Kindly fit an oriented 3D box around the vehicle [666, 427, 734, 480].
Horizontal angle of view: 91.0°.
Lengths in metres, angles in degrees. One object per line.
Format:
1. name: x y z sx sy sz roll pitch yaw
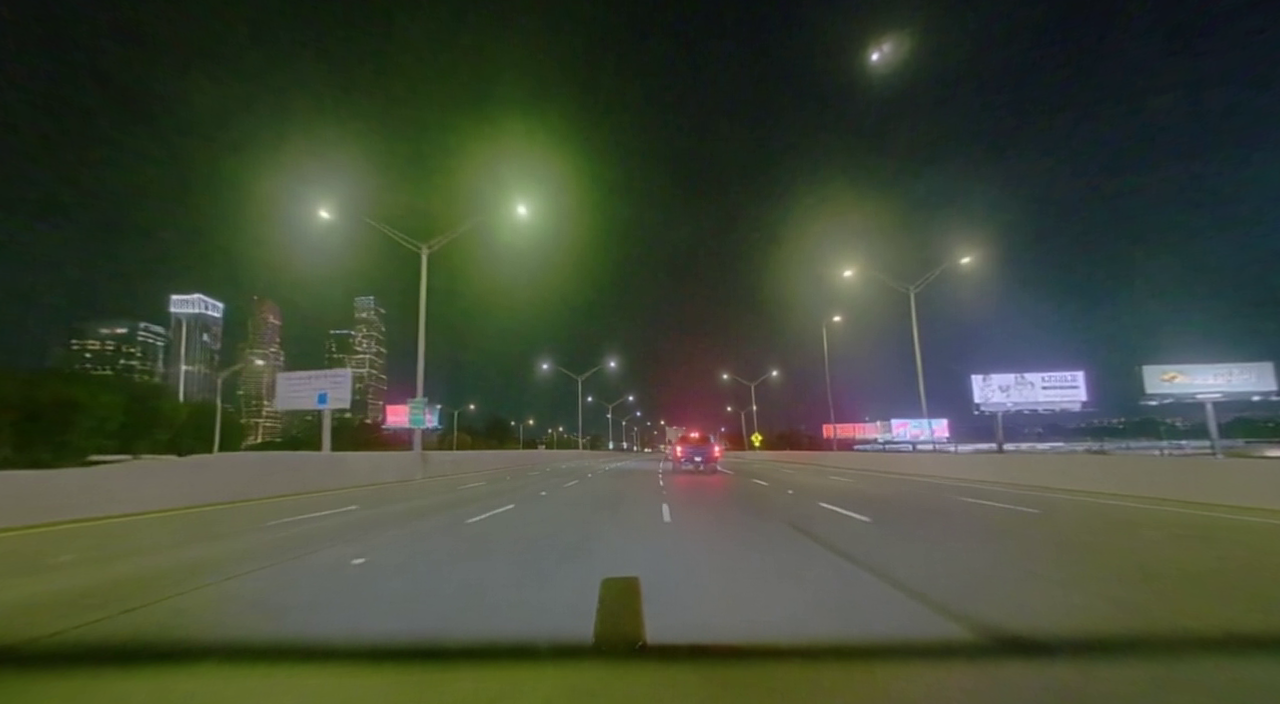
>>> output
1. vehicle: 2.615 4.695 29.259 2.740 2.157 6.300 -1 -9 2
